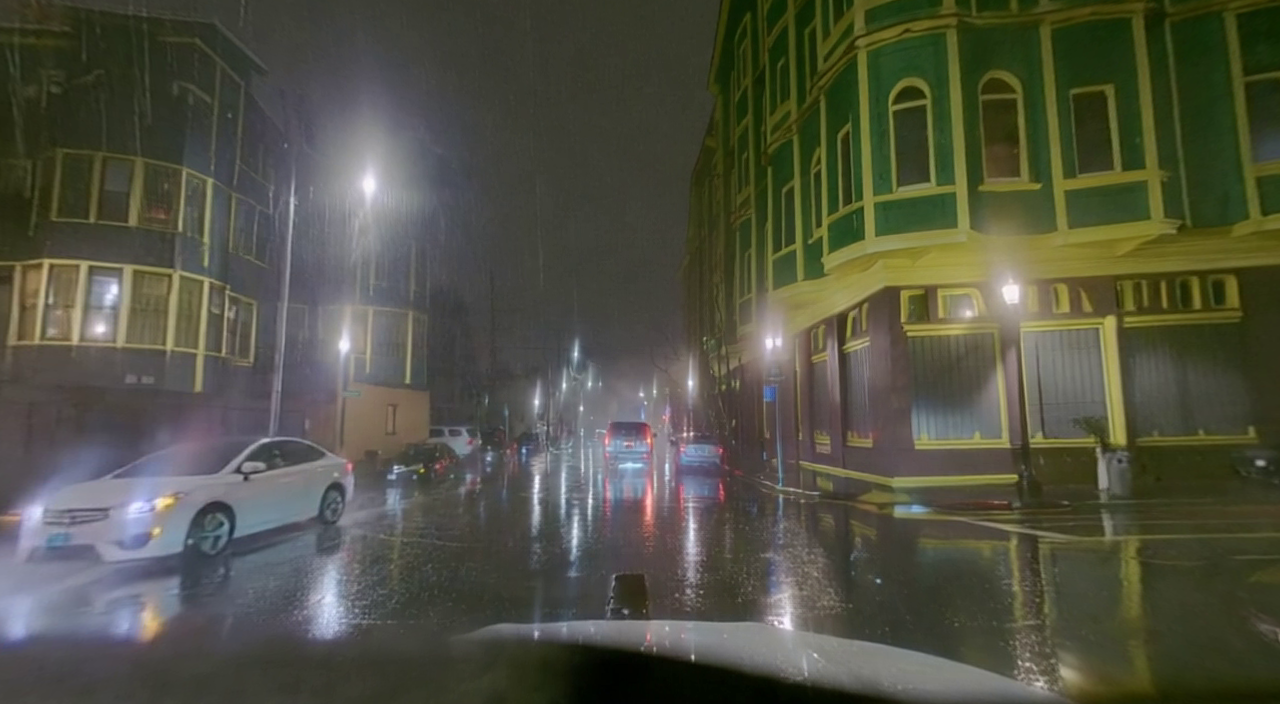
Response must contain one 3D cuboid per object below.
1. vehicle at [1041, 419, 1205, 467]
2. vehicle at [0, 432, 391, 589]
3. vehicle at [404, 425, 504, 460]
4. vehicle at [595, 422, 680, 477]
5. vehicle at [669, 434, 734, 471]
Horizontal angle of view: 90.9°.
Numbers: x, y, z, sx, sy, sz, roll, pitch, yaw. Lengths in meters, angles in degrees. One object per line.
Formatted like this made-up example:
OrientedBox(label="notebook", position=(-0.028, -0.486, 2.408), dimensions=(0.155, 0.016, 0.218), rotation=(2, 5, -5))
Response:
OrientedBox(label="vehicle", position=(15.335, 2.914, 20.152), dimensions=(3.752, 1.453, 1.709), rotation=(0, -9, 2))
OrientedBox(label="vehicle", position=(-5.434, 1.890, 8.591), dimensions=(2.226, 1.465, 5.034), rotation=(0, -8, -3))
OrientedBox(label="vehicle", position=(-11.445, 5.586, 38.874), dimensions=(5.540, 1.950, 2.113), rotation=(4, -12, -28))
OrientedBox(label="vehicle", position=(-0.238, 3.633, 23.704), dimensions=(2.412, 1.834, 4.636), rotation=(1, -9, -10))
OrientedBox(label="vehicle", position=(2.509, 4.286, 26.994), dimensions=(2.290, 1.456, 4.503), rotation=(0, -8, -1))
